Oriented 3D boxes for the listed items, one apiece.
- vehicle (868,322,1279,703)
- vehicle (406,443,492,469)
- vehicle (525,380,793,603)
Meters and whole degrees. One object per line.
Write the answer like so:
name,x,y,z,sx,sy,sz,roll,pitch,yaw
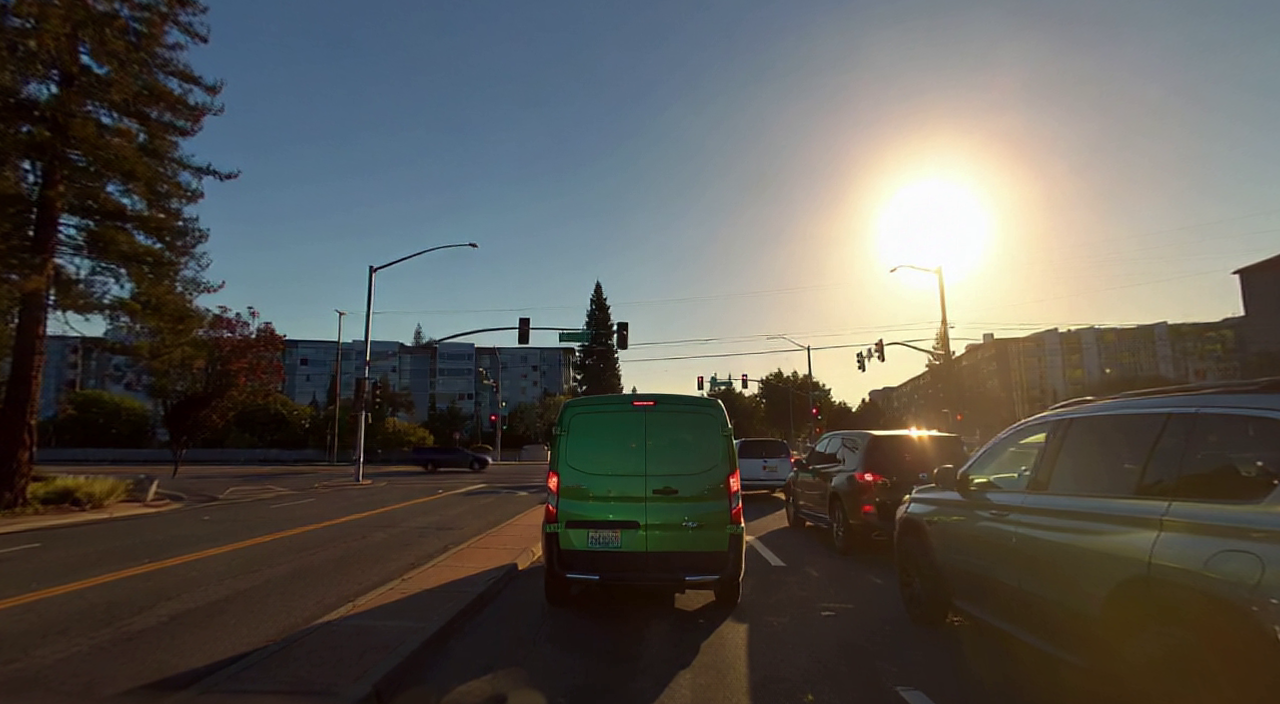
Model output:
vehicle,2.896,0.948,3.177,1.971,1.663,4.287,0,-8,2
vehicle,-11.195,6.150,37.267,4.664,1.449,1.992,2,-9,-14
vehicle,0.169,1.465,7.436,2.185,1.822,4.391,0,-8,0
